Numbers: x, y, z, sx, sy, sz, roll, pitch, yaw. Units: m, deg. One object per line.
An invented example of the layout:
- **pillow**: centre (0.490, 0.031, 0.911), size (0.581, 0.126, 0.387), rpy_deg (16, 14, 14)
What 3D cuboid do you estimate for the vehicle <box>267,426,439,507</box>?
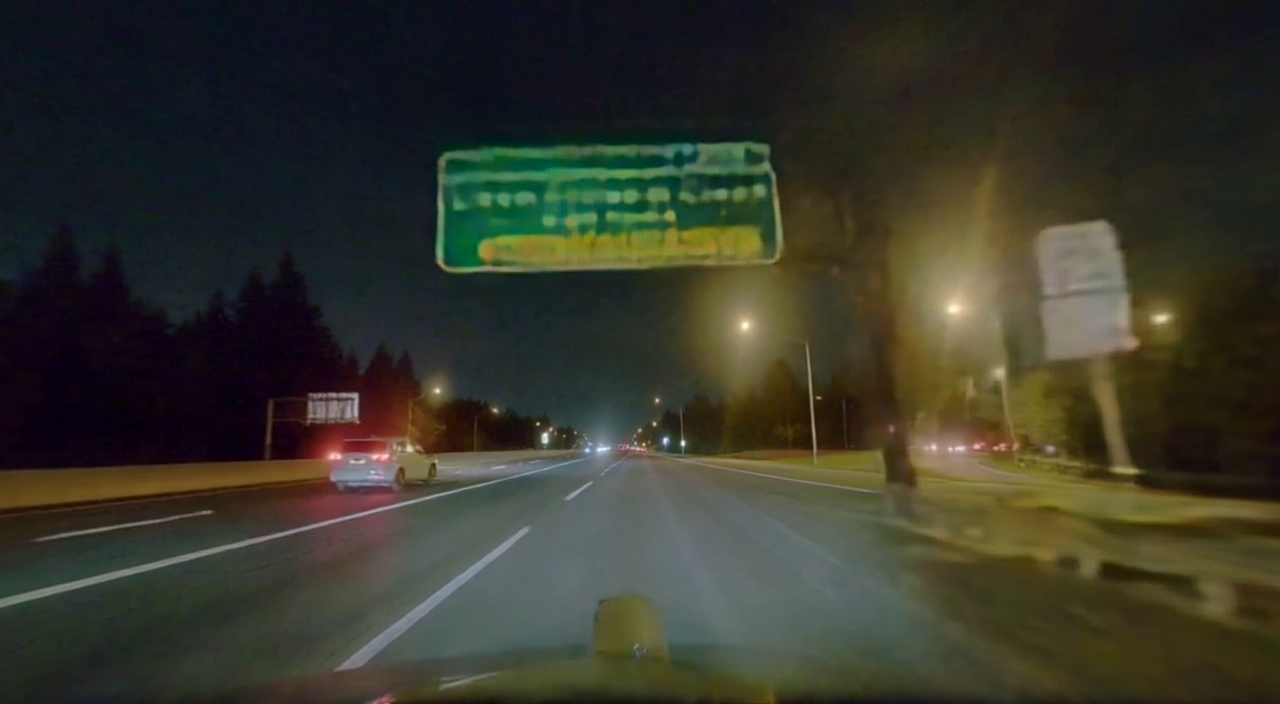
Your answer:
- **vehicle**: centre (-7.308, 2.960, 16.823), size (2.231, 1.807, 4.758), rpy_deg (0, -8, 1)
